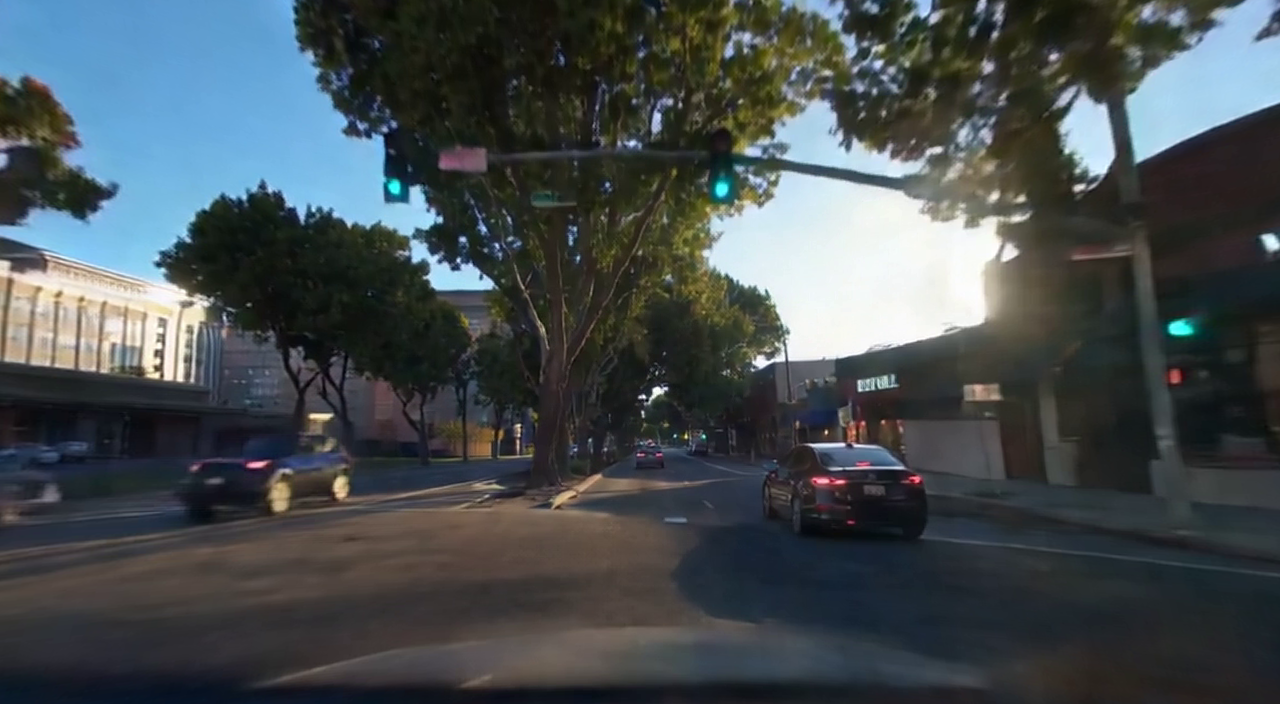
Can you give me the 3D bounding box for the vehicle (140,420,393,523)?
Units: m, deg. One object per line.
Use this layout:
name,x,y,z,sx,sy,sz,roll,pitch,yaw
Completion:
vehicle,-8.257,2.697,14.939,2.329,1.921,5.842,0,-8,1

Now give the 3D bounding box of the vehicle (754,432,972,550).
vehicle,3.253,2.095,10.216,1.989,1.498,4.050,0,-8,-1

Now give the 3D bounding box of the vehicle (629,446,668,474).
vehicle,0.458,5.627,33.147,1.945,1.343,3.827,0,-8,1
